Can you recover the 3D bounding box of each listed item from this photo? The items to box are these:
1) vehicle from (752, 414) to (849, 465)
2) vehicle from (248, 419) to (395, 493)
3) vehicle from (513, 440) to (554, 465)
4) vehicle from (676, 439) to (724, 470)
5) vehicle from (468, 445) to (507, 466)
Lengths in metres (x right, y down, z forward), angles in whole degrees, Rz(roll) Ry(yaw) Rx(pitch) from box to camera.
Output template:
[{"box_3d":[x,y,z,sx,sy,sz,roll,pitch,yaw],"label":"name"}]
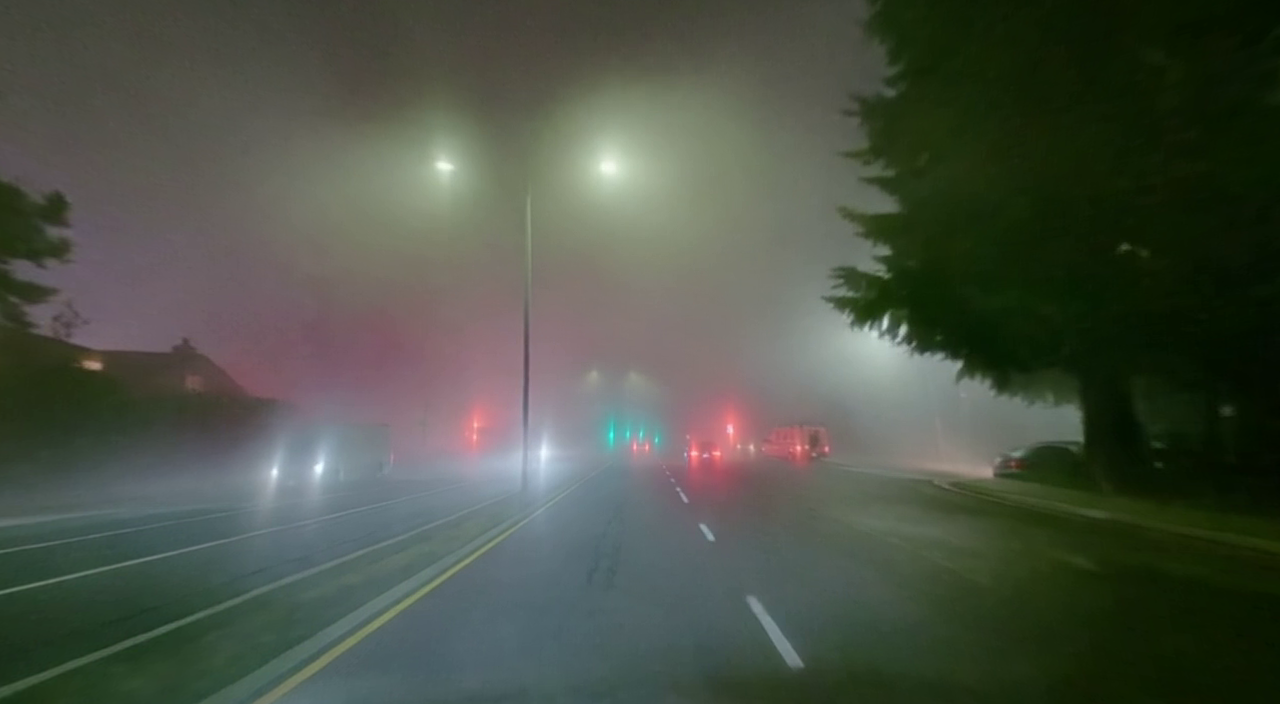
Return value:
[{"box_3d":[9.466,5.331,38.153,2.331,2.747,6.993,2,-9,-16],"label":"vehicle"},{"box_3d":[-11.871,3.945,24.247,2.347,2.428,6.149,0,-8,1],"label":"vehicle"},{"box_3d":[-7.918,7.504,47.313,2.178,1.761,4.724,0,-8,0],"label":"vehicle"},{"box_3d":[2.965,5.179,32.091,1.960,1.479,4.086,0,-8,-1],"label":"vehicle"},{"box_3d":[-11.833,8.035,49.228,1.963,1.524,4.498,0,-8,0],"label":"vehicle"}]
